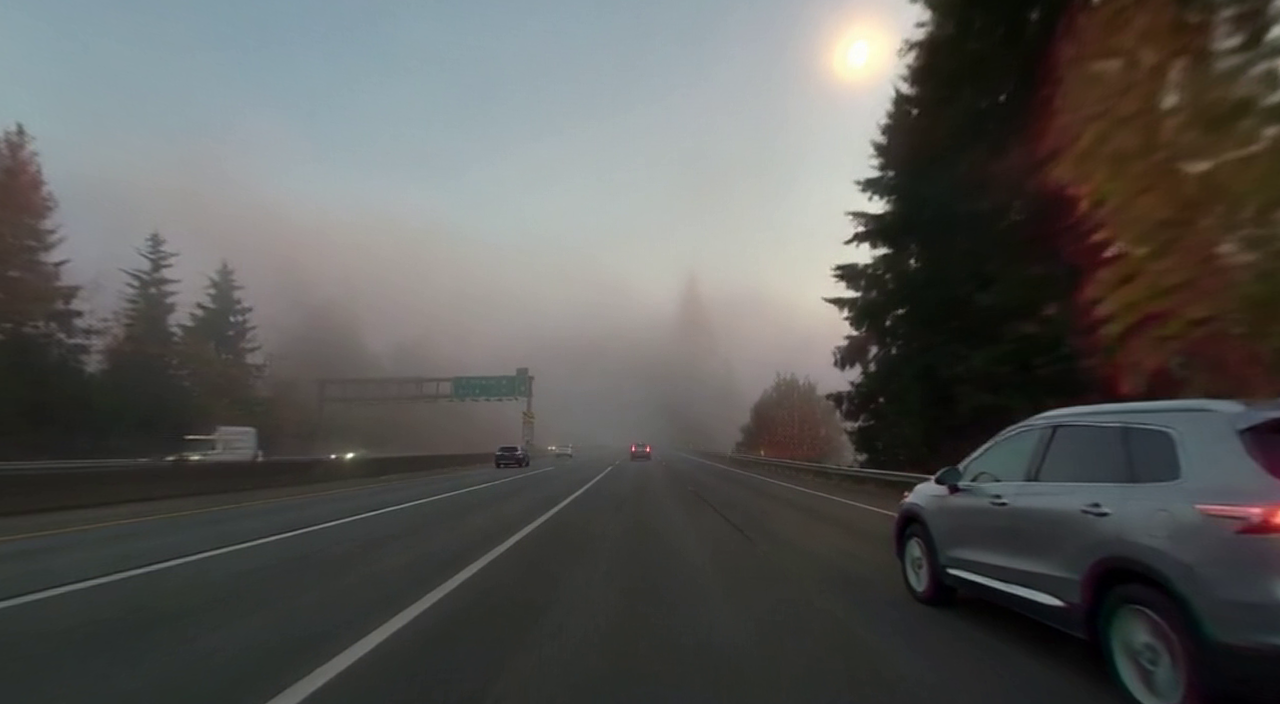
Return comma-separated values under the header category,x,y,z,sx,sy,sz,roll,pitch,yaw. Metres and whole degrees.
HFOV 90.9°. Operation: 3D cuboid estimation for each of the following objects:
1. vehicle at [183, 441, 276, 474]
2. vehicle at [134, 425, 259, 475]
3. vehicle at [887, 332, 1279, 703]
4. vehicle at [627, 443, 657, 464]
category,x,y,z,sx,sy,sz,roll,pitch,yaw
vehicle,-20.625,5.281,31.872,1.859,1.539,4.123,0,-8,1
vehicle,-24.393,5.427,35.110,2.350,2.471,6.221,0,-8,0
vehicle,3.330,0.996,3.621,2.120,1.706,4.226,0,-8,0
vehicle,0.154,7.240,45.065,1.985,1.450,4.266,0,-8,0
